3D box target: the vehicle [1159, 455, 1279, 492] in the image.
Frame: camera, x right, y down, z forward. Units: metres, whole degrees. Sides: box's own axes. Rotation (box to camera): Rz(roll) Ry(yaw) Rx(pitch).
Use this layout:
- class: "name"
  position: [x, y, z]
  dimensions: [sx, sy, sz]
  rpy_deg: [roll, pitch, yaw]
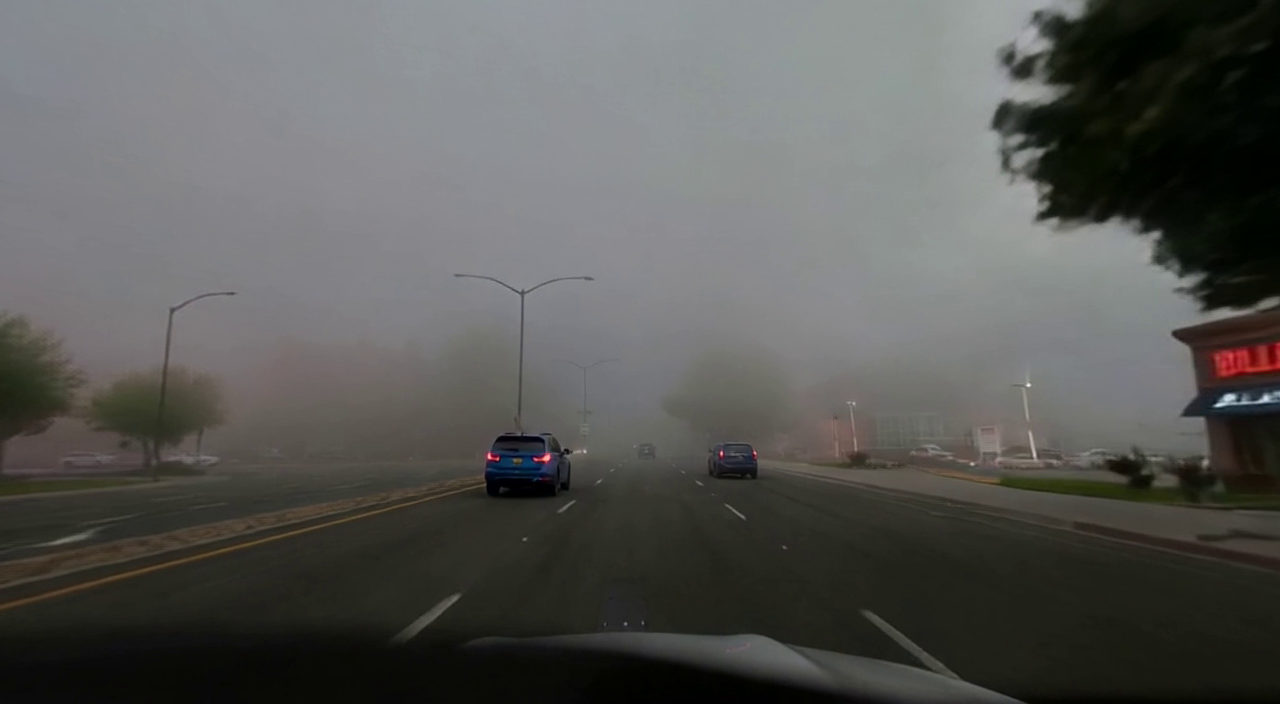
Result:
- class: "vehicle"
  position: [28.844, 6.006, 31.313]
  dimensions: [4.338, 1.704, 1.920]
  rpy_deg: [-1, -8, 1]

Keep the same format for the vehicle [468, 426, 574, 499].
- class: "vehicle"
  position: [-3.191, 3.066, 17.933]
  dimensions: [2.047, 1.810, 4.414]
  rpy_deg: [0, -8, 1]

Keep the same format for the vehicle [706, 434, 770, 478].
- class: "vehicle"
  position: [4.296, 4.632, 28.388]
  dimensions: [2.083, 1.779, 4.347]
  rpy_deg: [0, -8, -1]

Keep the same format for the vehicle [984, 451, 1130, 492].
- class: "vehicle"
  position: [16.680, 4.780, 25.387]
  dimensions: [4.479, 1.445, 1.946]
  rpy_deg: [-1, -8, -1]
